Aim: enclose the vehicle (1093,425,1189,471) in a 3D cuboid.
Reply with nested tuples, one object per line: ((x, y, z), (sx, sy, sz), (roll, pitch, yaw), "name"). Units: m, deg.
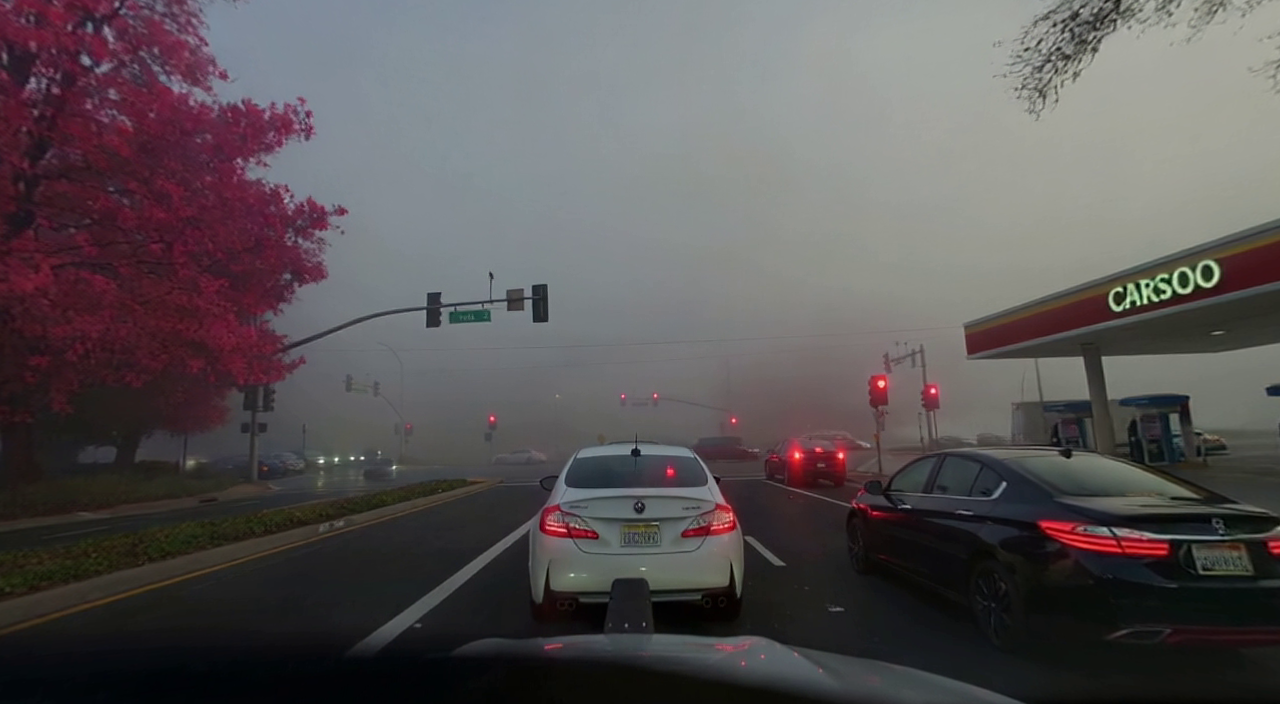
((18.559, 3.528, 23.273), (4.300, 1.495, 2.053), (8, -12, -43), "vehicle")

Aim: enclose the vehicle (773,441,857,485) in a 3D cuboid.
((6.521, 4.161, 23.996), (1.942, 1.511, 4.390), (0, -8, 0), "vehicle")

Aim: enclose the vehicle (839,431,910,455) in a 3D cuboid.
((18.183, 7.084, 49.010), (4.656, 1.605, 1.942), (-3, -8, 4), "vehicle")

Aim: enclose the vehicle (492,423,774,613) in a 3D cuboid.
((-0.074, 1.608, 7.060), (2.213, 1.482, 4.057), (0, -8, -1), "vehicle")

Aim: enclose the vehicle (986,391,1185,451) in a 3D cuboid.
((30.069, 4.736, 42.928), (10.890, 3.868, 3.021), (-1, -8, 2), "vehicle")

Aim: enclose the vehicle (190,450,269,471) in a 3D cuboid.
((-29.463, 7.759, 45.280), (4.466, 1.438, 1.837), (-1, -8, 5), "vehicle")

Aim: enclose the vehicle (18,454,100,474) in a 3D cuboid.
((-42.815, 8.255, 46.478), (4.511, 1.407, 1.764), (-1, -8, 4), "vehicle")

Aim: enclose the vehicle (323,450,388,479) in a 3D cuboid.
((-15.797, 6.179, 34.857), (1.944, 1.465, 4.609), (7, -11, -40), "vehicle")

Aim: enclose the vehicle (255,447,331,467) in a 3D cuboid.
((-26.798, 8.126, 48.766), (4.806, 1.472, 1.886), (-1, -8, 5), "vehicle")
